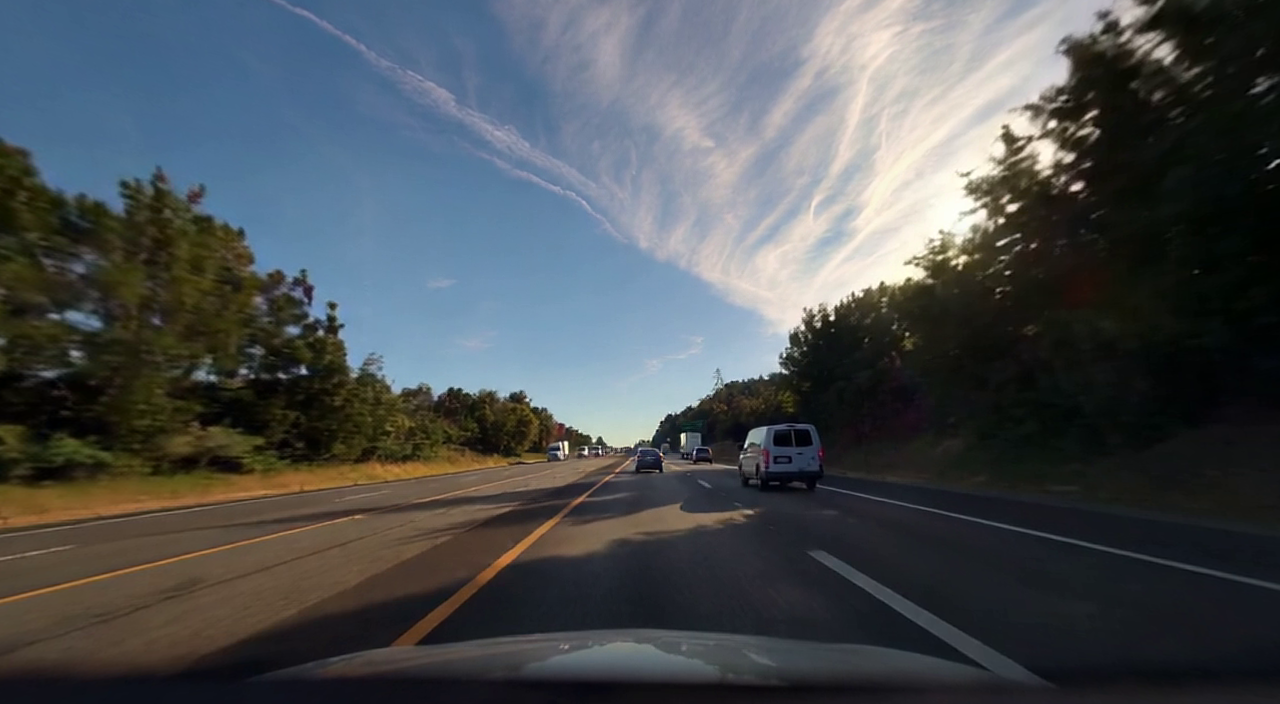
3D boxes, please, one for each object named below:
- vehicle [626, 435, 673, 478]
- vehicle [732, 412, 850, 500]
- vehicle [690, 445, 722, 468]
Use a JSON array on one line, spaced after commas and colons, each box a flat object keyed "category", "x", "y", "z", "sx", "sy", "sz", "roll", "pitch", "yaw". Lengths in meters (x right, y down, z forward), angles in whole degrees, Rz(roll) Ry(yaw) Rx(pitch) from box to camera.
[{"category": "vehicle", "x": 0.437, "y": 5.134, "z": 31.118, "sx": 2.143, "sy": 1.925, "sz": 4.101, "roll": 0, "pitch": -9, "yaw": 0}, {"category": "vehicle", "x": 4.327, "y": 3.097, "z": 19.023, "sx": 2.232, "sy": 2.290, "sz": 4.720, "roll": 0, "pitch": -9, "yaw": -2}, {"category": "vehicle", "x": 4.720, "y": 7.526, "z": 45.671, "sx": 1.868, "sy": 1.566, "sz": 3.509, "roll": 0, "pitch": -9, "yaw": -1}]
